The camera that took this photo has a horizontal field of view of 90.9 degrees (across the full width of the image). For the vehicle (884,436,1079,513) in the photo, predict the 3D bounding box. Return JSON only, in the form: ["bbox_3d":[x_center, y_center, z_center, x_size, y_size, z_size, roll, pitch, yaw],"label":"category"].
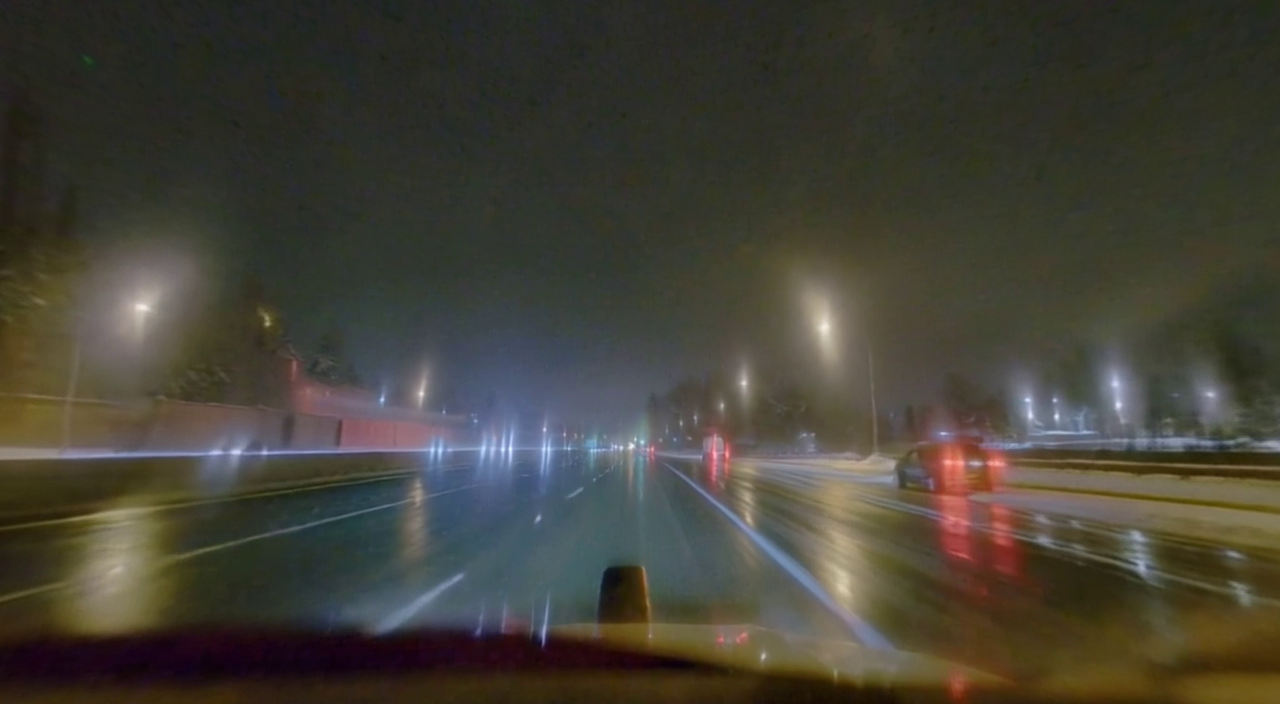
[{"bbox_3d":[7.837,2.832,15.142,2.031,1.524,4.657,0,-8,-1],"label":"vehicle"}]

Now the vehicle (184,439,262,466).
[{"bbox_3d":[-28.995,6.976,44.011,1.999,1.727,4.986,0,-8,0],"label":"vehicle"}]
